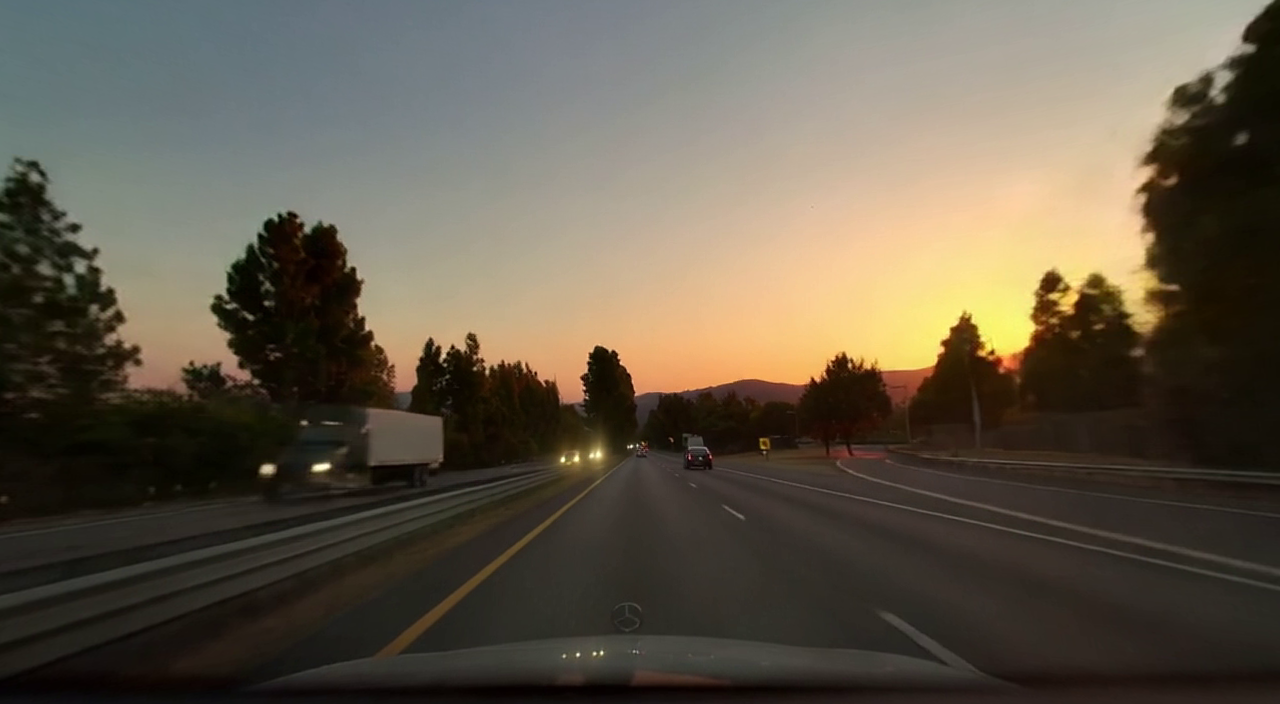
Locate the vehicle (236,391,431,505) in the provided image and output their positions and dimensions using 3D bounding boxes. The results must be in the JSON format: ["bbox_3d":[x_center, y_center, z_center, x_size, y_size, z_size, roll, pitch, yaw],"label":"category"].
[{"bbox_3d":[-12.976,4.357,28.641,2.904,4.097,11.763,0,-9,0],"label":"vehicle"}]

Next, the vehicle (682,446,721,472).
[{"bbox_3d":[3.865,6.826,40.343,2.013,1.584,3.995,0,-9,-1],"label":"vehicle"}]
